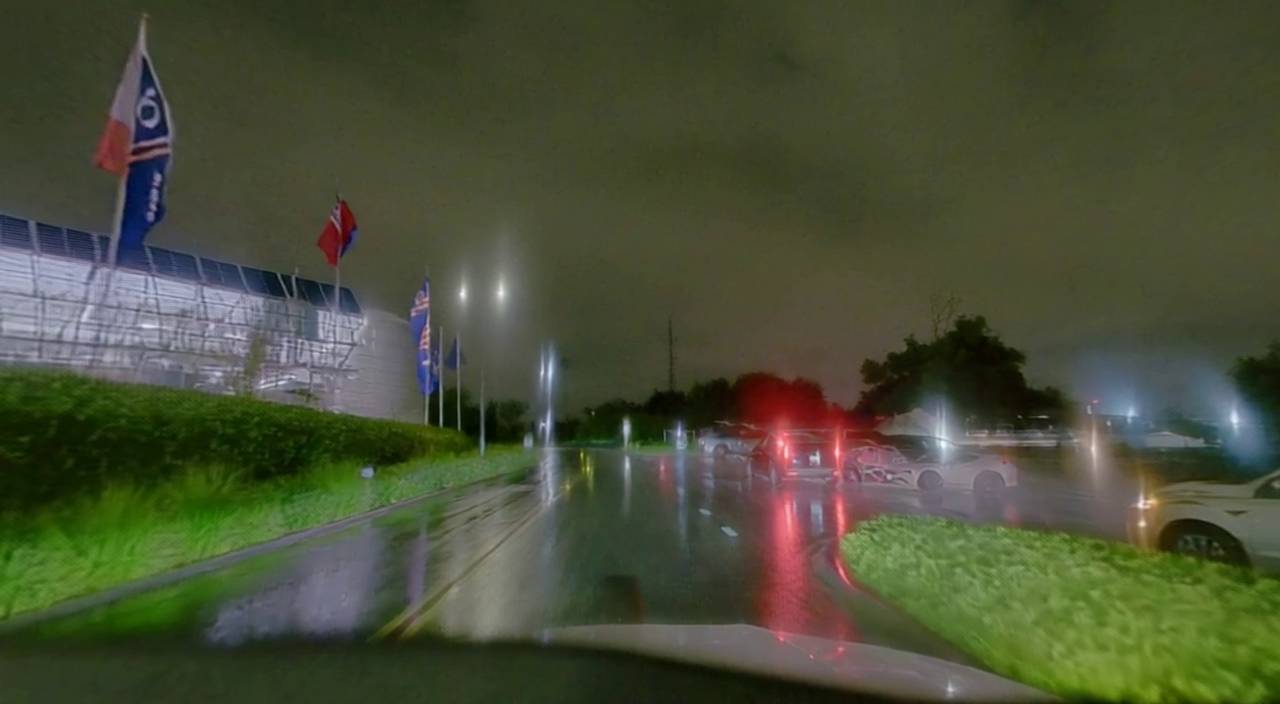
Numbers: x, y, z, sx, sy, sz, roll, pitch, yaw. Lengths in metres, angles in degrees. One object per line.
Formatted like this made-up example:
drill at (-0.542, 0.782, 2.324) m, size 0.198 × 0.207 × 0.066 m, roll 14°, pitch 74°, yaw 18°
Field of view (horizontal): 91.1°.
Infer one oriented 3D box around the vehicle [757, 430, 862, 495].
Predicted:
vehicle at (5.340, 3.537, 20.476) m, size 1.977 × 1.860 × 4.237 m, roll 0°, pitch -9°, yaw -4°

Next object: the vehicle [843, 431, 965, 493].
vehicle at (8.126, 3.435, 19.903) m, size 1.924 × 1.713 × 4.627 m, roll -1°, pitch -9°, yaw 1°

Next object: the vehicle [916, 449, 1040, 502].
vehicle at (10.632, 3.888, 20.153) m, size 1.819 × 1.494 × 3.834 m, roll 0°, pitch -9°, yaw 0°

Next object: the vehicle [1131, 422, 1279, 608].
vehicle at (8.044, 1.645, 6.161) m, size 2.113 × 1.945 × 4.546 m, roll 2°, pitch -9°, yaw -16°
